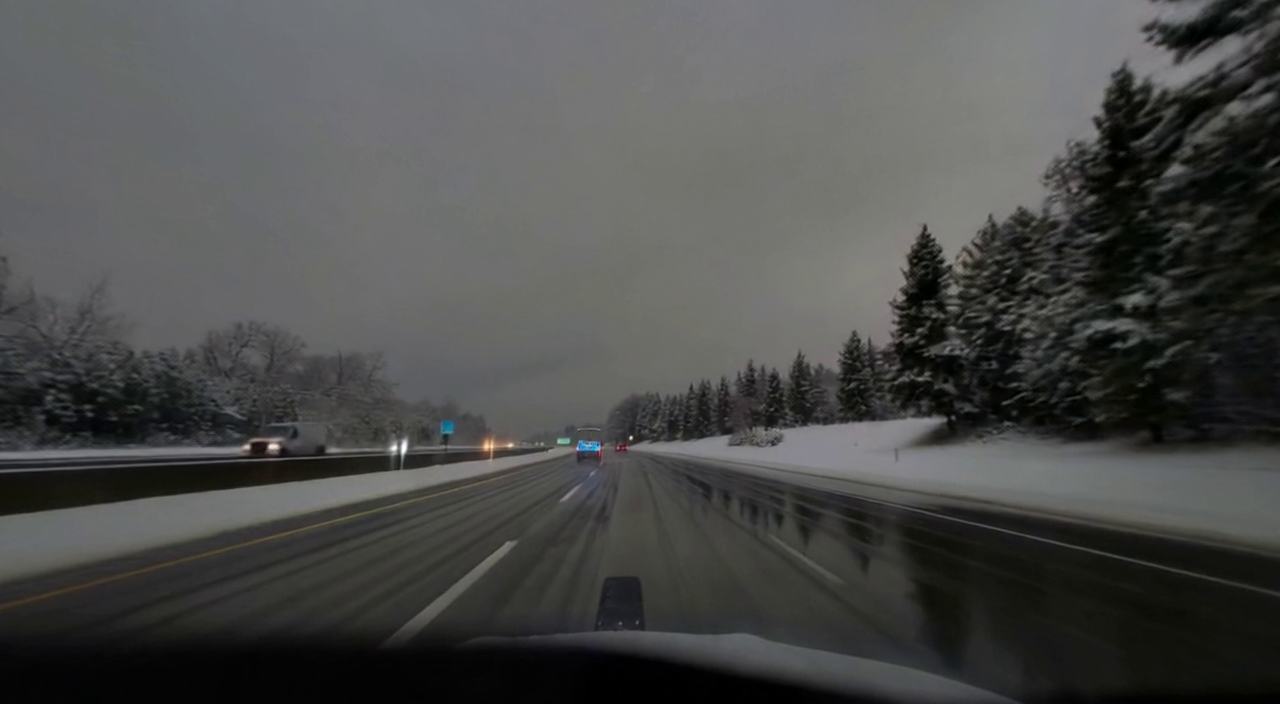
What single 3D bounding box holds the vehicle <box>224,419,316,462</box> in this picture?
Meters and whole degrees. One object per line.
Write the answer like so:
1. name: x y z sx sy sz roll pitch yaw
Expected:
1. vehicle: -25.367 6.154 43.608 2.363 2.699 6.591 0 -9 -1
